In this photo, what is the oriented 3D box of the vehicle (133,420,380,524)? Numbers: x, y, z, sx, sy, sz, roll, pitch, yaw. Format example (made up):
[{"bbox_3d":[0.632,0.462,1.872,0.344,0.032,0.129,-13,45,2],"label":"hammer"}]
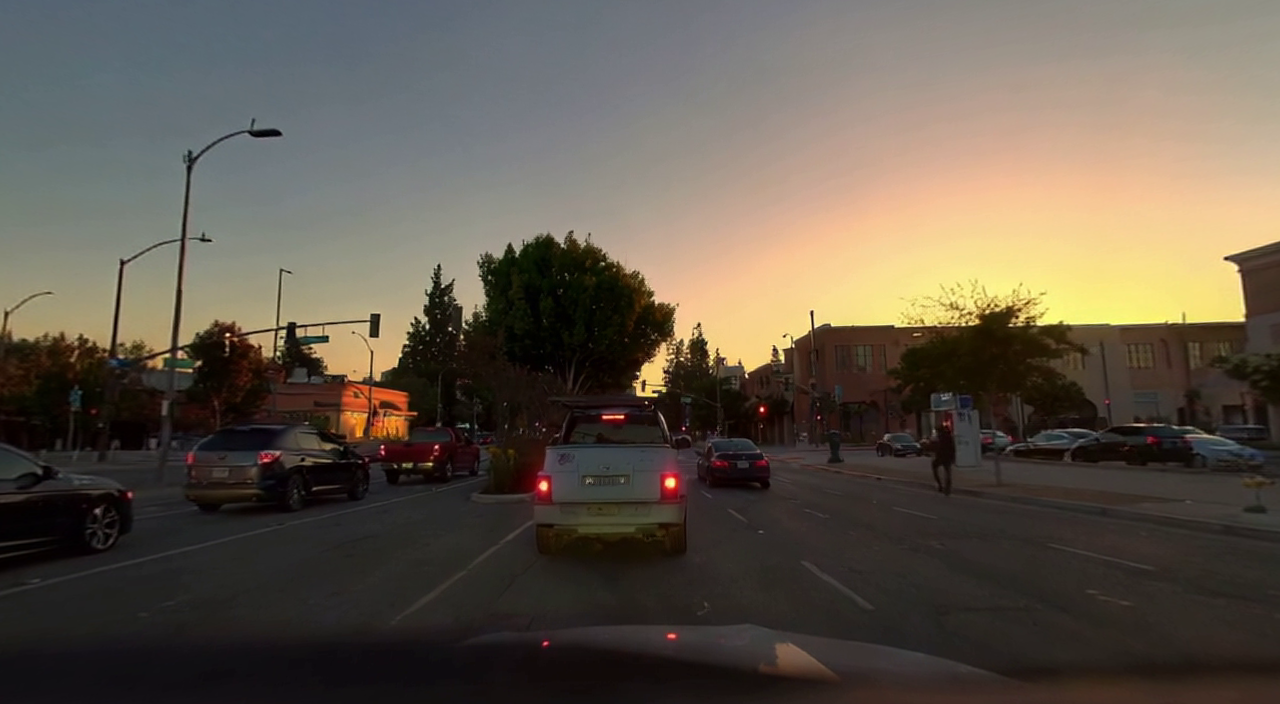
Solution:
[{"bbox_3d":[-7.148,2.278,12.480,1.941,1.655,4.503,0,-8,1],"label":"vehicle"}]

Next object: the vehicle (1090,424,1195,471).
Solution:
[{"bbox_3d":[19.302,3.649,24.185,4.156,1.622,1.924,6,-10,-35],"label":"vehicle"}]

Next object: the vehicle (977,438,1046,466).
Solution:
[{"bbox_3d":[20.153,5.390,34.152,3.836,1.443,1.694,6,-10,-35],"label":"vehicle"}]

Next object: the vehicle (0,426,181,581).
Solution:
[{"bbox_3d":[-6.963,1.448,6.048,1.831,1.451,4.382,0,-8,-1],"label":"vehicle"}]

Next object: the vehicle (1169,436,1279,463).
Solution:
[{"bbox_3d":[29.697,4.921,31.895,4.176,1.313,1.719,0,-9,2],"label":"vehicle"}]

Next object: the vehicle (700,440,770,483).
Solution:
[{"bbox_3d":[3.461,4.061,23.729,2.023,1.441,4.240,0,-8,1],"label":"vehicle"}]

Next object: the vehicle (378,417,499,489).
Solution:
[{"bbox_3d":[-6.465,3.305,20.869,2.496,2.112,4.351,0,-8,1],"label":"vehicle"}]

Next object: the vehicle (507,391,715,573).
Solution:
[{"bbox_3d":[-0.290,1.619,8.525,2.064,1.817,4.298,0,-8,0],"label":"vehicle"}]

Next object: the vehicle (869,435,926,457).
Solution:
[{"bbox_3d":[20.155,7.324,49.235,4.361,1.653,2.034,6,-10,-36],"label":"vehicle"}]
